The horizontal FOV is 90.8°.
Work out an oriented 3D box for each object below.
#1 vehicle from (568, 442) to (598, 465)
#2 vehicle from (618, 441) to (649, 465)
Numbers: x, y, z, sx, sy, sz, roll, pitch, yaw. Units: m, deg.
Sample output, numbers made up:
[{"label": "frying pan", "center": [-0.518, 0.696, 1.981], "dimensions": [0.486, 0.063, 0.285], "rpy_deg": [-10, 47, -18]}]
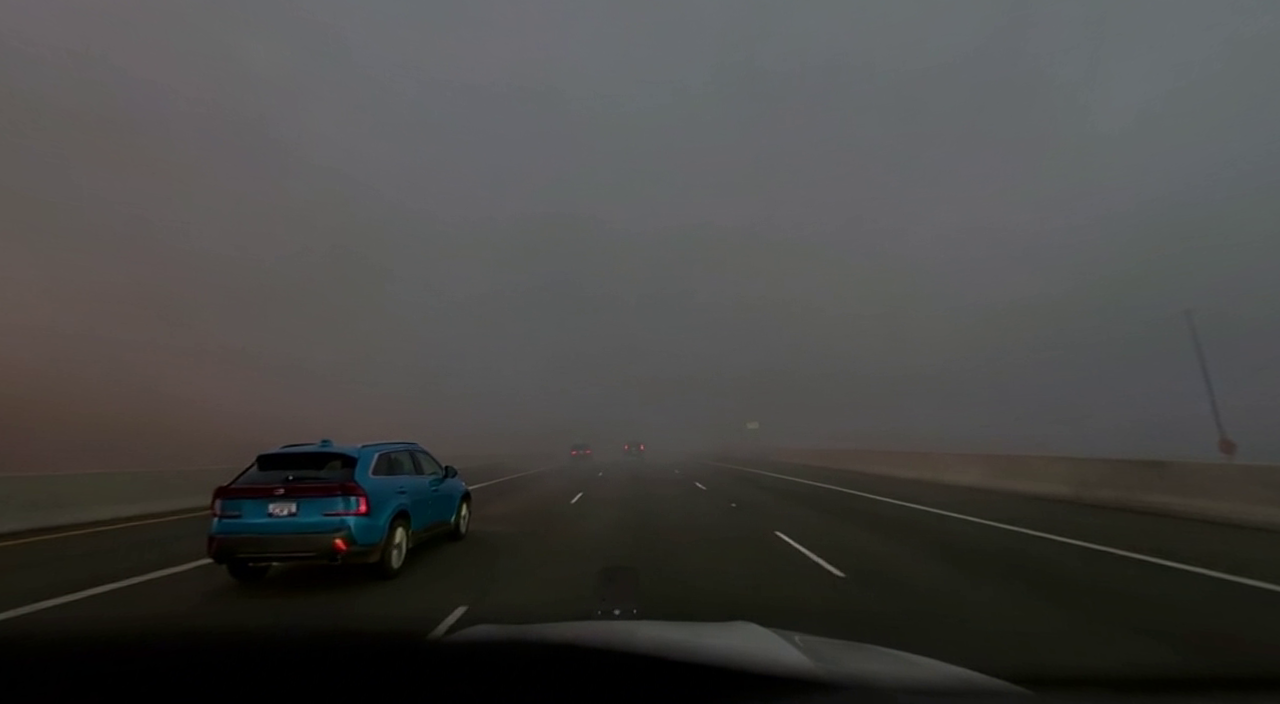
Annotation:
[{"label": "vehicle", "center": [-4.327, 7.753, 48.486], "dimensions": [2.000, 1.646, 4.201], "rpy_deg": [0, -8, 0]}, {"label": "vehicle", "center": [-0.500, 7.264, 45.689], "dimensions": [2.132, 1.657, 3.967], "rpy_deg": [0, -8, -1]}]
